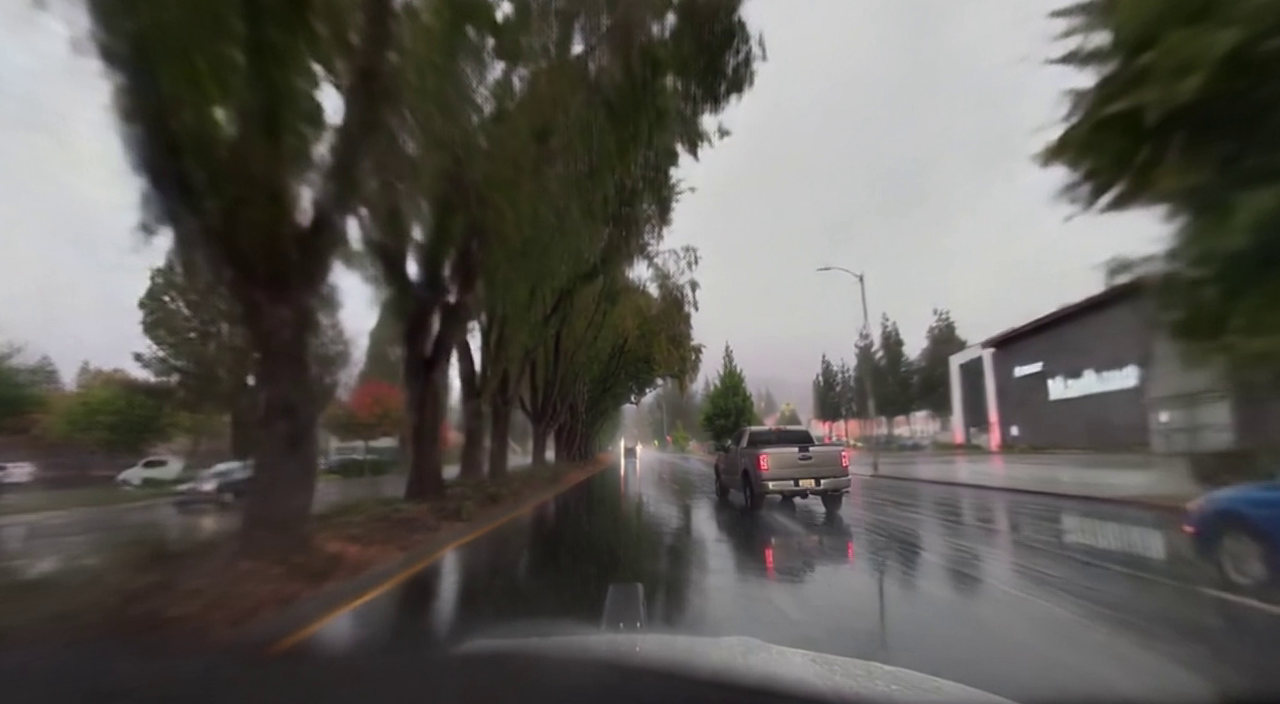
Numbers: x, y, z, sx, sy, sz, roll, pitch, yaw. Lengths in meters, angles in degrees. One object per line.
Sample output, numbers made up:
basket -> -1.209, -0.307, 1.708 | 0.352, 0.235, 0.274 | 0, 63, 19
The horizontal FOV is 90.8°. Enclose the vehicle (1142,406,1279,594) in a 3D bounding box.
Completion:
vehicle -> 6.491, 1.156, 4.686 | 1.993, 1.604, 4.260 | -1, -8, 0

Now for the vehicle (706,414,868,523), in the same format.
vehicle -> 2.810, 2.397, 13.584 | 2.138, 1.836, 5.245 | 0, -8, -1

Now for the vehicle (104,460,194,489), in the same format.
vehicle -> -29.799, 7.458, 38.460 | 3.749, 1.600, 2.011 | 0, -8, -2

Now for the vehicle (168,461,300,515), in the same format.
vehicle -> -13.550, 4.529, 21.435 | 1.835, 1.487, 4.201 | 0, -8, -3
